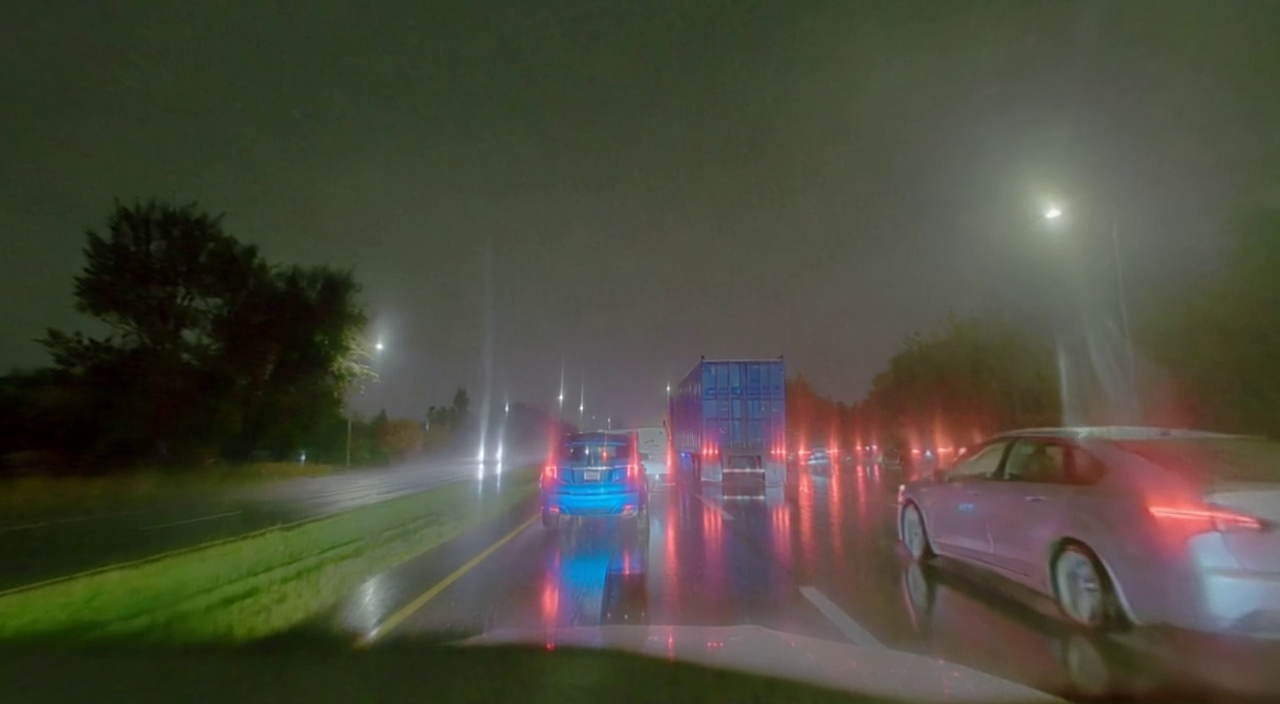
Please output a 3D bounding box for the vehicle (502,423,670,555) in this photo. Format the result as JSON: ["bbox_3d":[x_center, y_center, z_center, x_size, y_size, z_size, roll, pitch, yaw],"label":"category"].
[{"bbox_3d":[-0.695,1.936,9.611,2.009,1.554,4.013,0,-8,-1],"label":"vehicle"}]

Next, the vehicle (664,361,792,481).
[{"bbox_3d":[3.469,3.630,30.956,3.591,4.290,16.696,0,-8,-1],"label":"vehicle"}]

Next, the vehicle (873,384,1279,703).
[{"bbox_3d":[3.595,1.187,4.603,1.960,1.515,4.713,0,-8,0],"label":"vehicle"}]

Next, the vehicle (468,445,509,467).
[{"bbox_3d":[-11.589,7.942,48.352,2.029,1.617,4.260,0,-8,2],"label":"vehicle"}]
